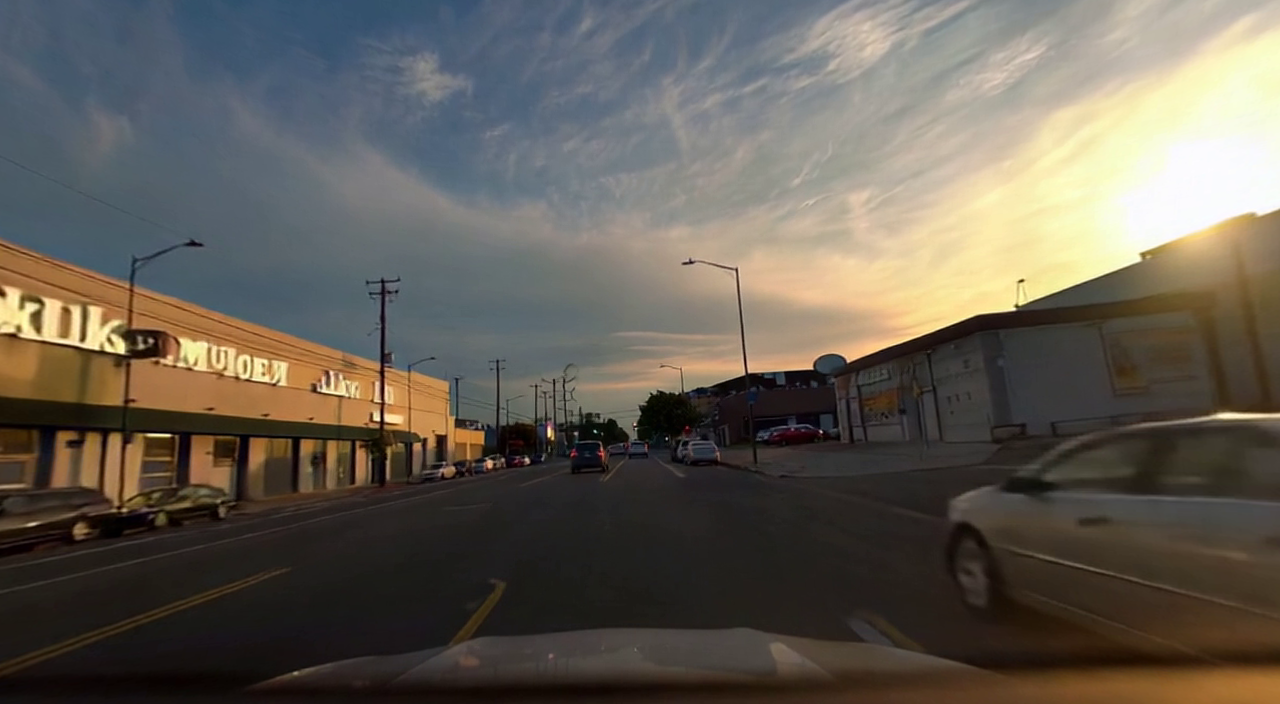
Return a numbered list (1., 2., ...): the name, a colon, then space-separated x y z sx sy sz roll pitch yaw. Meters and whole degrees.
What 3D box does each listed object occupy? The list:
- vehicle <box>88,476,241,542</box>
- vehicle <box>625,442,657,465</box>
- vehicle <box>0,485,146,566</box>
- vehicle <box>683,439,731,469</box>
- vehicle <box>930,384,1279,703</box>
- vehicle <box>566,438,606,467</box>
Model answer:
1. vehicle: -15.625 5.126 21.098 1.793 1.437 4.415 -6 -7 -1
2. vehicle: 0.018 6.918 43.287 2.099 1.470 4.270 0 -8 -1
3. vehicle: -15.691 4.339 16.025 2.081 1.549 5.190 0 -8 0
4. vehicle: 3.599 5.609 34.854 2.042 1.487 5.033 -1 -8 -1
5. vehicle: 3.394 0.900 2.587 2.057 1.490 4.422 0 -8 -4
6. vehicle: -3.551 6.772 42.636 2.348 1.831 4.737 0 -8 -1
